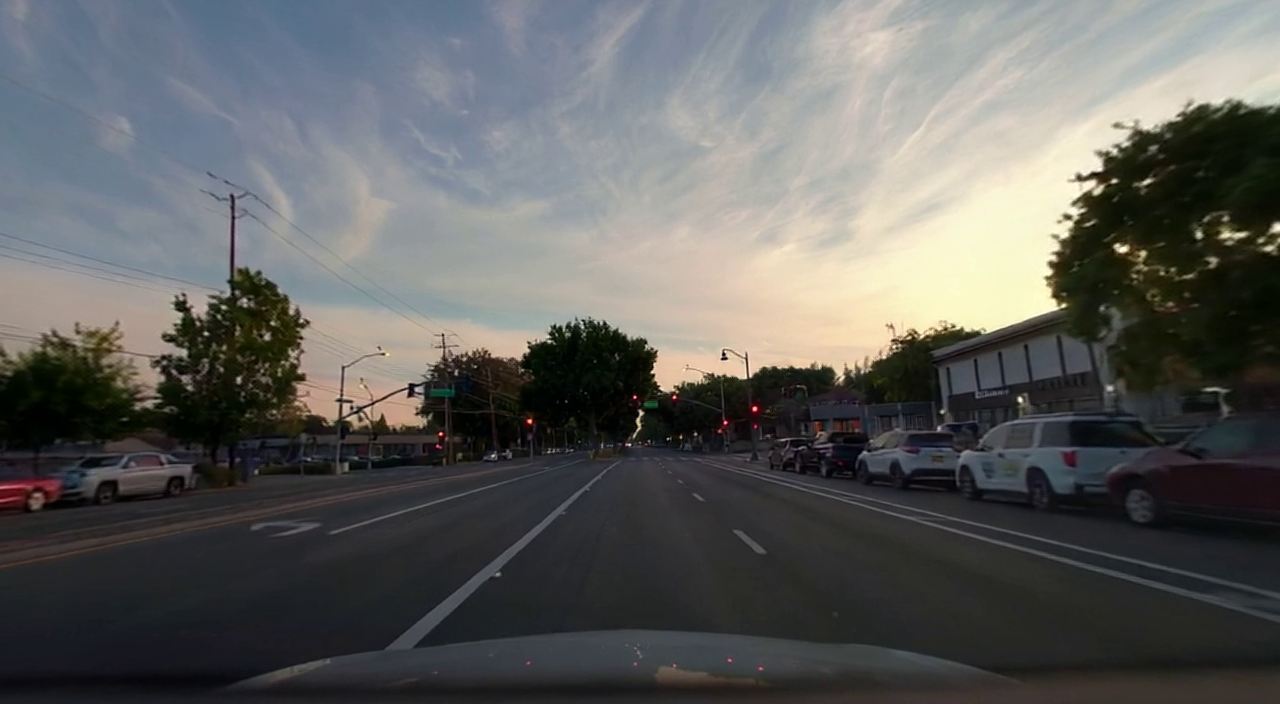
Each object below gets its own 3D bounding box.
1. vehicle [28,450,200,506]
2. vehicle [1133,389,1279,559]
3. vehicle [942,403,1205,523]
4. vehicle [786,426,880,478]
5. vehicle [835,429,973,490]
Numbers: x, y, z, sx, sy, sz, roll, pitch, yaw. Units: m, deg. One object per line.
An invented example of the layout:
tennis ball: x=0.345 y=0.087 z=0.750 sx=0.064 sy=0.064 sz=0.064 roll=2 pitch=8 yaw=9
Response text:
vehicle: x=-22.287 y=5.312 z=27.267 sx=2.328 sy=1.929 sz=6.055 roll=-4 pitch=-9 yaw=0
vehicle: x=7.960 y=1.239 z=6.327 sx=2.034 sy=1.822 sz=4.953 roll=0 pitch=-9 yaw=0
vehicle: x=8.135 y=2.136 z=12.591 sx=1.870 sy=1.912 sz=4.657 roll=0 pitch=-9 yaw=0
vehicle: x=7.650 y=4.054 z=25.698 sx=2.130 sy=1.877 sz=5.334 roll=0 pitch=-9 yaw=0
vehicle: x=7.892 y=3.267 z=19.488 sx=1.987 sy=1.628 sz=4.712 roll=0 pitch=-9 yaw=-3
